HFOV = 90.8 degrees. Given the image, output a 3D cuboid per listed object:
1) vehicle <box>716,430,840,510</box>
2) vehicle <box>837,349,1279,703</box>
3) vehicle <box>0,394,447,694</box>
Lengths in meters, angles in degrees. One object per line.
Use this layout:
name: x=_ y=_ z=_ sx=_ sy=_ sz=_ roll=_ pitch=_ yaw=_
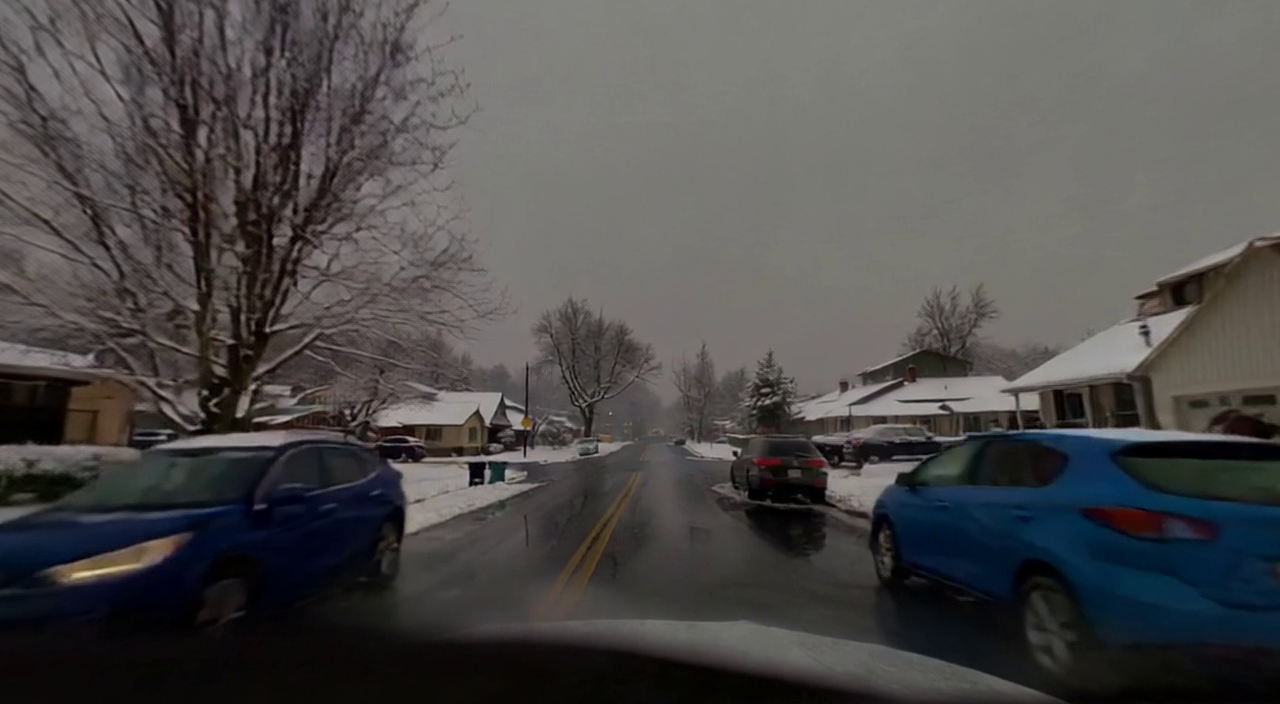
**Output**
vehicle: x=3.248 y=2.927 z=16.151 sx=2.074 sy=1.646 sz=5.457 roll=1 pitch=-9 yaw=1
vehicle: x=3.026 y=1.122 z=4.505 sx=1.822 sy=1.668 sz=4.147 roll=0 pitch=-9 yaw=-1
vehicle: x=-3.979 y=1.495 z=6.362 sx=2.278 sy=1.704 sz=5.321 roll=0 pitch=-8 yaw=1
